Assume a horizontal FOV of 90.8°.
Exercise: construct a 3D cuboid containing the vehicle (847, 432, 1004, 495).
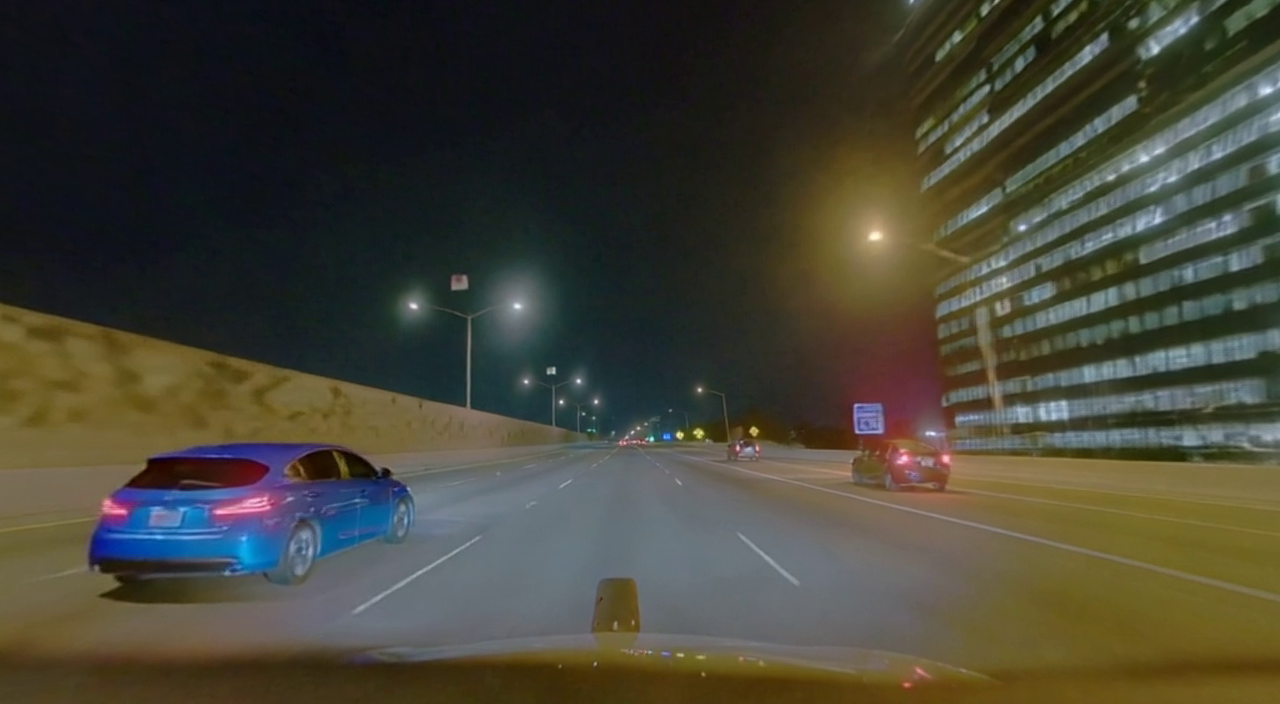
[{"bbox_3d":[8.421,3.331,19.325,2.165,1.636,5.175,0,-8,-3],"label":"vehicle"}]
